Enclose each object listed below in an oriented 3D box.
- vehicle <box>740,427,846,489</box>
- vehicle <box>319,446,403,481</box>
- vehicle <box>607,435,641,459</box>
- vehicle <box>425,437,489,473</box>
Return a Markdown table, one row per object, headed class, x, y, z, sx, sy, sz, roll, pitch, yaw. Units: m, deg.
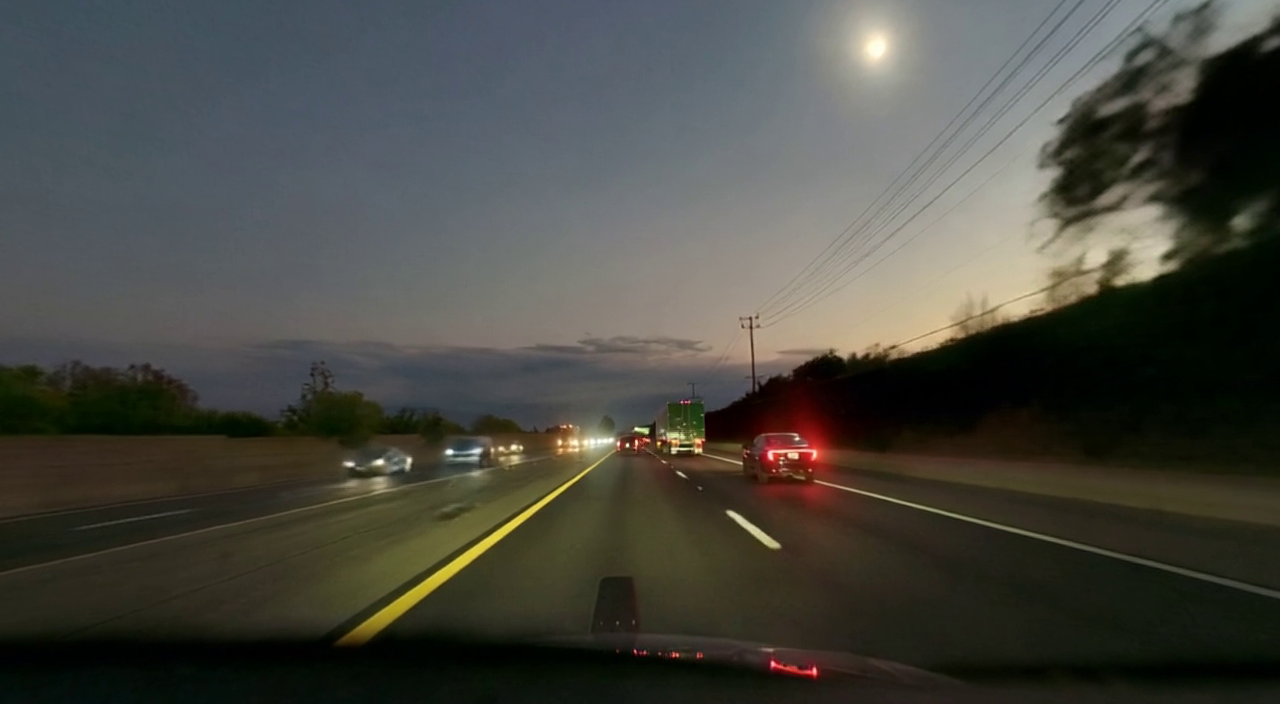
| class | x | y | z | sx | sy | sz | roll | pitch | yaw |
| --- | --- | --- | --- | --- | --- | --- | --- | --- | --- |
| vehicle | 4.224 | 2.959 | 18.028 | 1.930 | 1.573 | 3.853 | 0 | -8 | -2 |
| vehicle | -13.279 | 5.313 | 30.335 | 1.845 | 1.447 | 4.906 | 0 | -8 | 0 |
| vehicle | -1.037 | 6.295 | 41.900 | 2.163 | 1.466 | 3.693 | 0 | -8 | -1 |
| vehicle | -9.149 | 5.159 | 31.938 | 1.941 | 1.635 | 4.547 | 0 | -8 | -1 |
